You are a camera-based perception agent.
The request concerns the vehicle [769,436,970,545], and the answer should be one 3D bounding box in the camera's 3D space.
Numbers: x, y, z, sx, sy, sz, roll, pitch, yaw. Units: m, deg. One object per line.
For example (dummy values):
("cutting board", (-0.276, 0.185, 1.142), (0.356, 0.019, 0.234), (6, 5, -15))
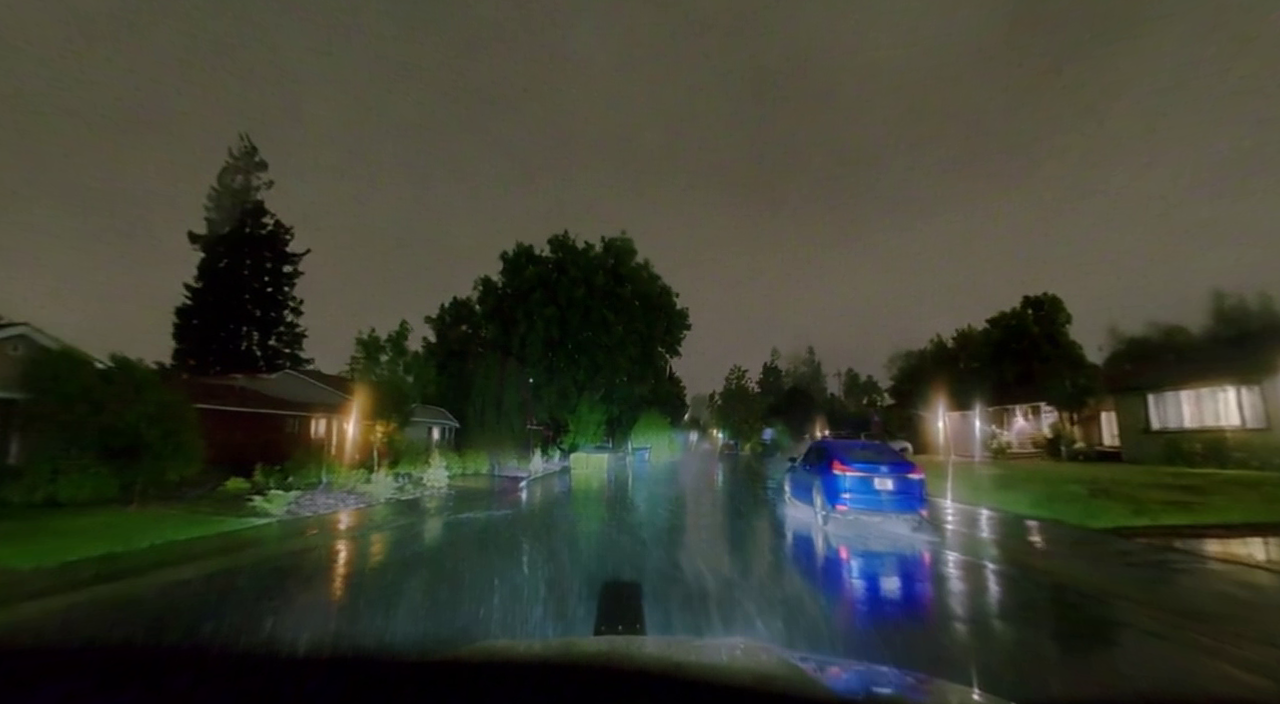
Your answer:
("vehicle", (3.618, 2.237, 10.889), (2.006, 1.494, 4.211), (0, -9, 2))
